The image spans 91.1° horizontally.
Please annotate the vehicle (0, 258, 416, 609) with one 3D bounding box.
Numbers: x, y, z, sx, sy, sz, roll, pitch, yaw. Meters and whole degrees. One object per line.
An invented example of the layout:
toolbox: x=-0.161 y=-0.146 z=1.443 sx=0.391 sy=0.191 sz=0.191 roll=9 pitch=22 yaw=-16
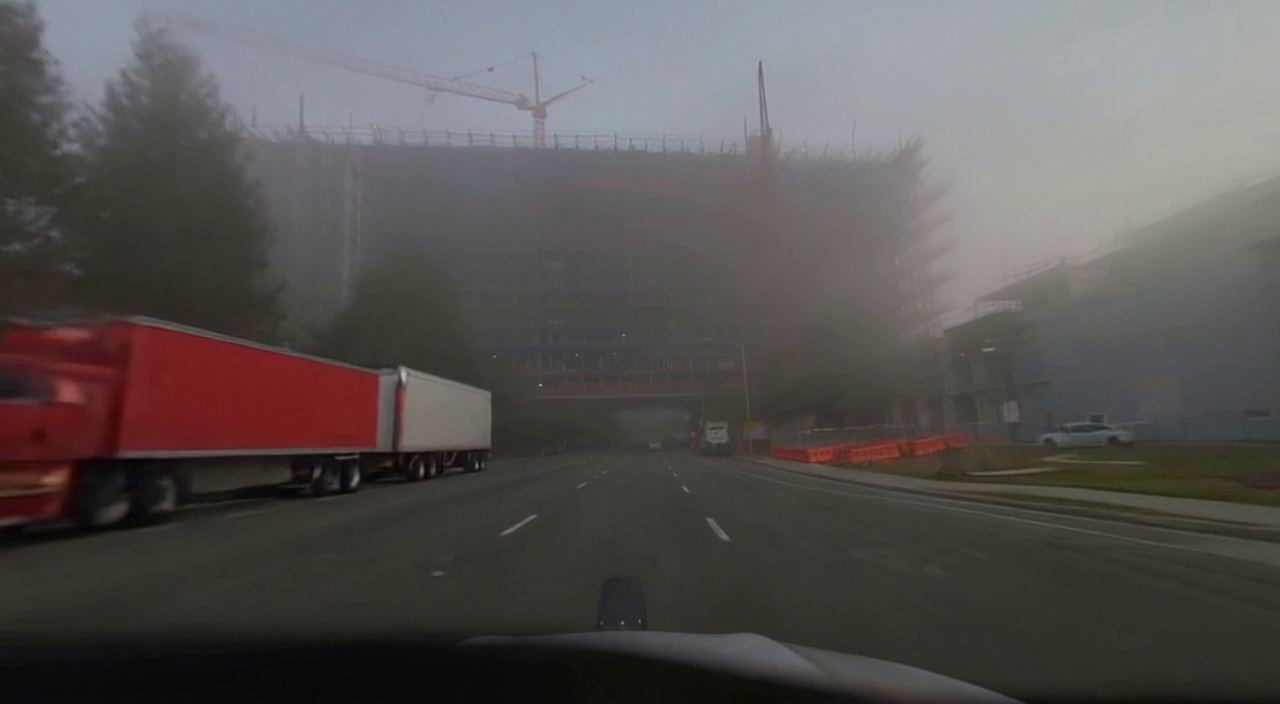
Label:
vehicle: x=-7.398 y=1.475 z=11.168 sx=3.032 sy=3.524 sz=9.640 roll=-1 pitch=-8 yaw=2
